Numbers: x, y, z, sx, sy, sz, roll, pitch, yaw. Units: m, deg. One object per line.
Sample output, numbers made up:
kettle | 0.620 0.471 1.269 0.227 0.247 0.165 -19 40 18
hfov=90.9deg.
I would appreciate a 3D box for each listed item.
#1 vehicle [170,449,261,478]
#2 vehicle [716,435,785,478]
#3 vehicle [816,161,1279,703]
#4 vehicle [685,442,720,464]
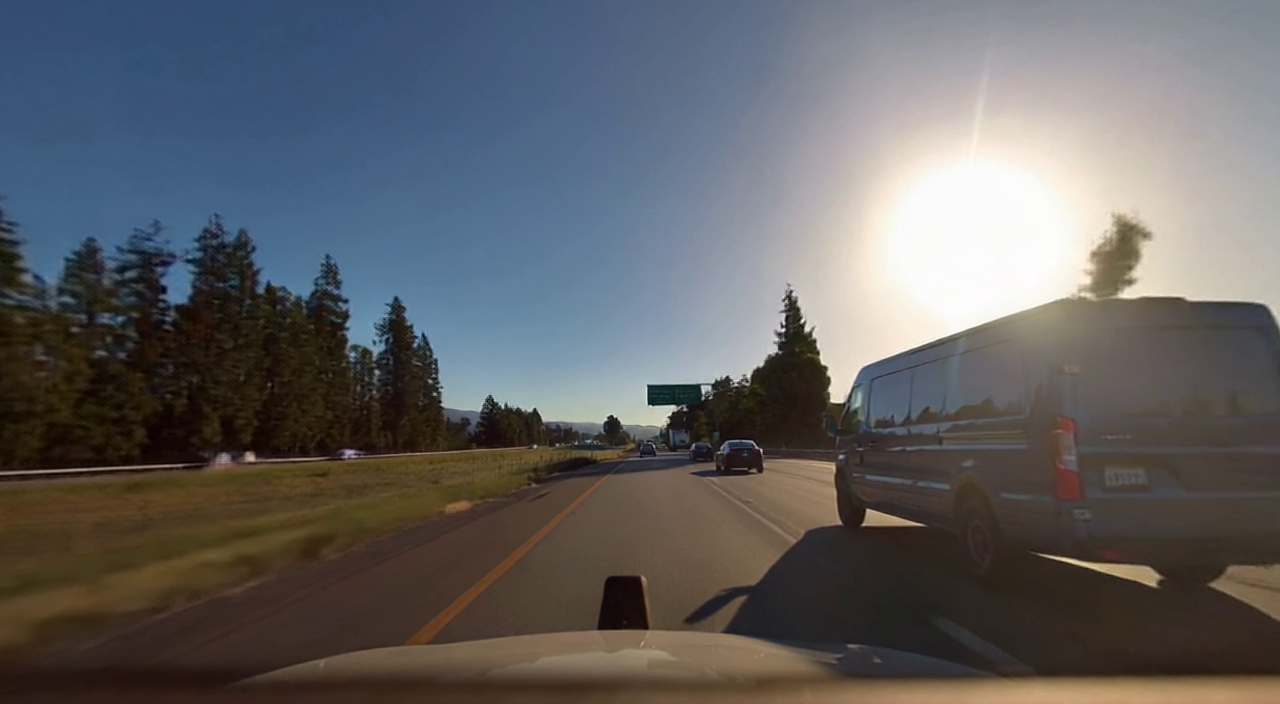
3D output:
vehicle | -23.860 6.276 35.653 1.857 1.468 4.670 0 -8 1
vehicle | 4.510 4.329 26.410 2.034 1.651 4.342 0 -8 0
vehicle | 3.637 0.783 5.920 2.302 2.670 5.912 0 -8 1
vehicle | 4.410 7.244 45.361 2.050 1.448 4.123 0 -8 -1
